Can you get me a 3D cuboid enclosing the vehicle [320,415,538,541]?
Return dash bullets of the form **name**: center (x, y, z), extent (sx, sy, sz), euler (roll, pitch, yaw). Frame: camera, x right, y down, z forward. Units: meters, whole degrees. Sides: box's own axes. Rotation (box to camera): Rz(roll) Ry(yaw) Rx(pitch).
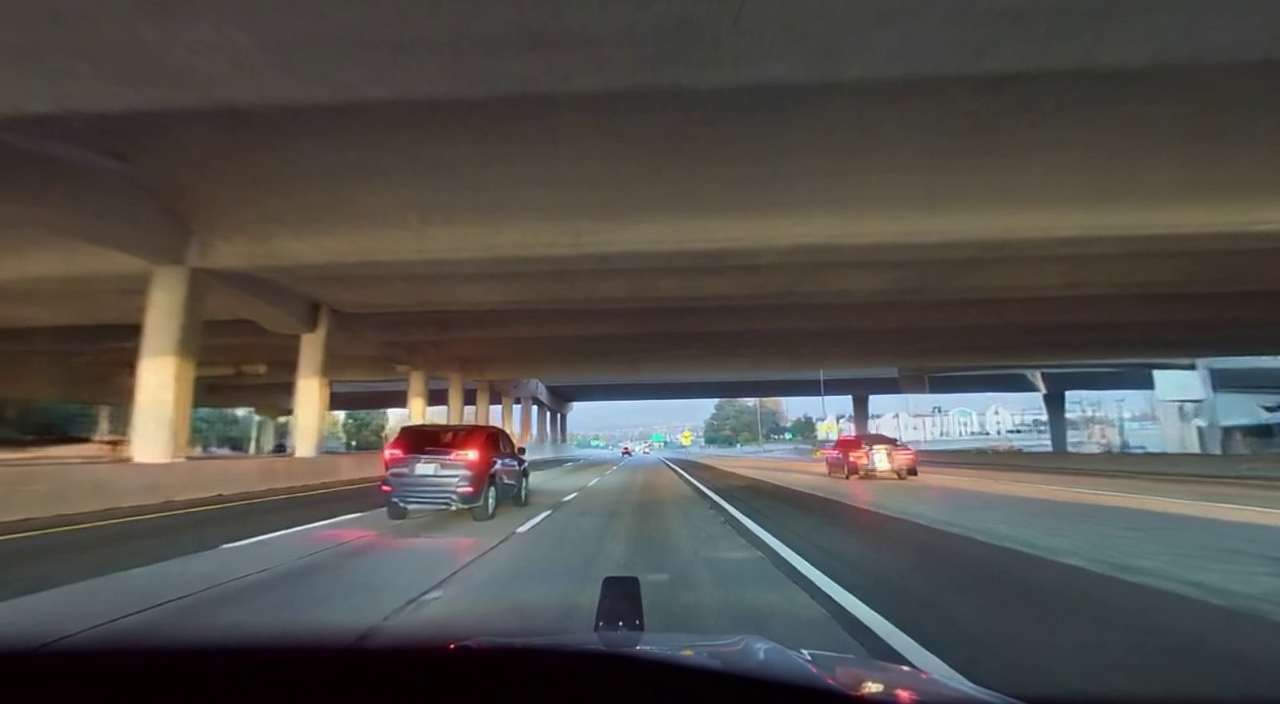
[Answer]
- **vehicle**: center (-3.324, 2.102, 11.132), extent (2.203, 1.734, 4.600), euler (0, -9, 1)
